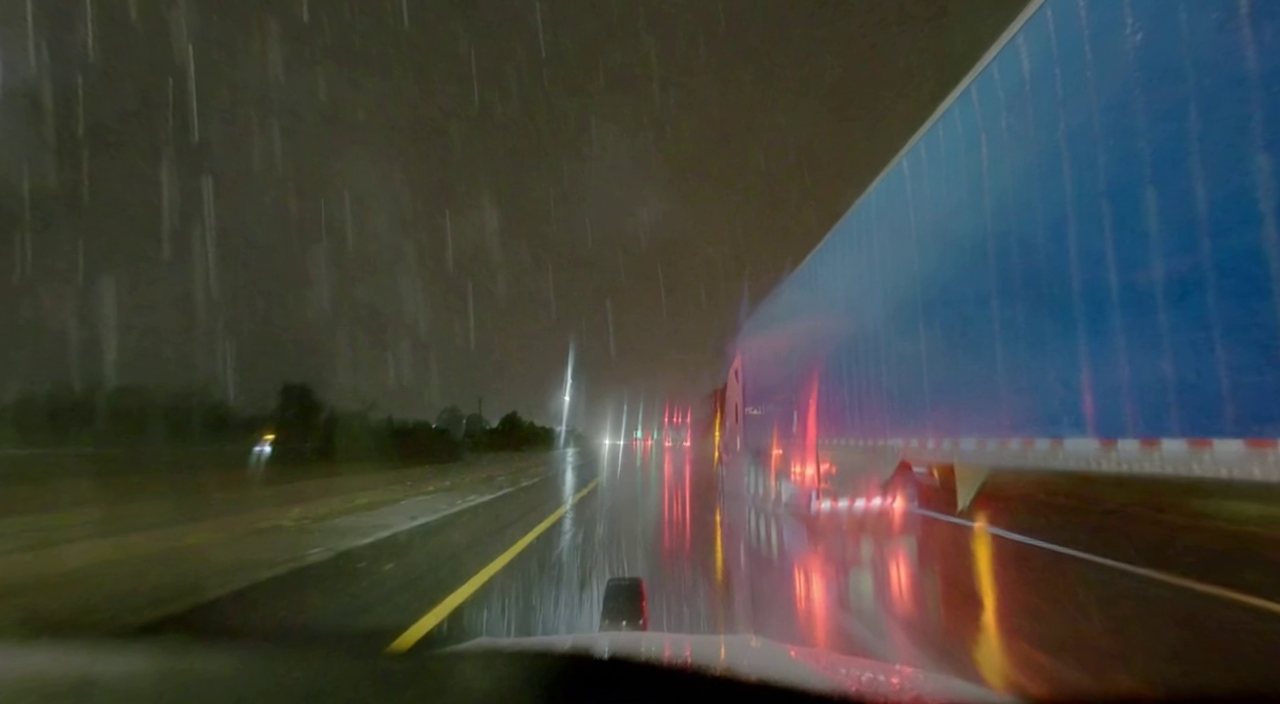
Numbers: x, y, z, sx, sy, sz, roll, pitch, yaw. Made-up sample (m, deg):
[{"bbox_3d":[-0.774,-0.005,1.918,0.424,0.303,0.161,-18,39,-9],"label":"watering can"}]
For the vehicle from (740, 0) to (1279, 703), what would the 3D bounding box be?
[{"bbox_3d":[4.065,0.279,7.057,2.976,4.114,16.788,0,-8,-1],"label":"vehicle"}]
